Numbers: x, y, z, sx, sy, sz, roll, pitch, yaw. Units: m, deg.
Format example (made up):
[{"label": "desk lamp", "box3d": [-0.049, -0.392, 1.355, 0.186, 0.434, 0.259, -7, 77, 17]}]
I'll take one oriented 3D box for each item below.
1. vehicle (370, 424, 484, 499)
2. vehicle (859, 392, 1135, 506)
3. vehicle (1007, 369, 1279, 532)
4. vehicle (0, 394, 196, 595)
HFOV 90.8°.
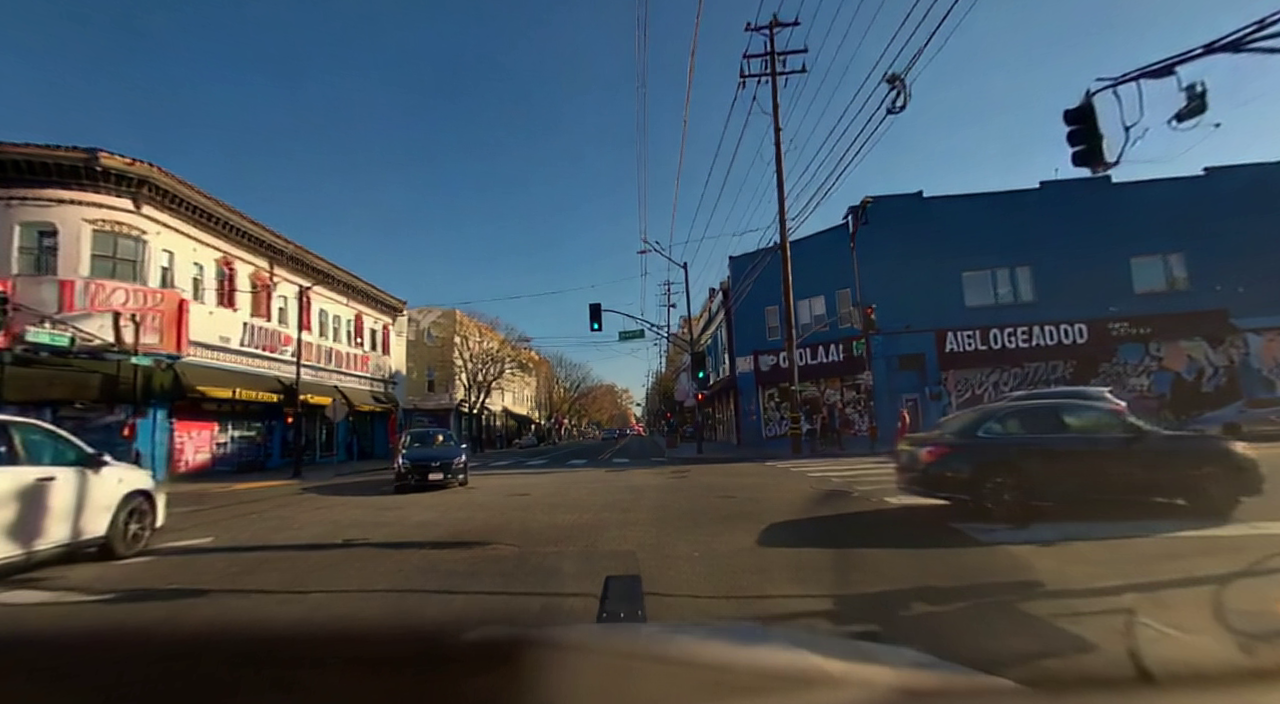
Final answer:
[{"label": "vehicle", "box3d": [-5.154, 2.480, 14.895, 2.097, 1.457, 4.439, 3, -8, -24]}, {"label": "vehicle", "box3d": [6.086, 1.524, 10.731, 4.260, 1.497, 2.059, 1, -7, -29]}, {"label": "vehicle", "box3d": [7.513, 1.177, 7.908, 4.714, 1.686, 1.973, 1, -8, -8]}, {"label": "vehicle", "box3d": [-6.678, 1.316, 5.983, 2.063, 1.751, 4.229, 0, -8, -4]}]
